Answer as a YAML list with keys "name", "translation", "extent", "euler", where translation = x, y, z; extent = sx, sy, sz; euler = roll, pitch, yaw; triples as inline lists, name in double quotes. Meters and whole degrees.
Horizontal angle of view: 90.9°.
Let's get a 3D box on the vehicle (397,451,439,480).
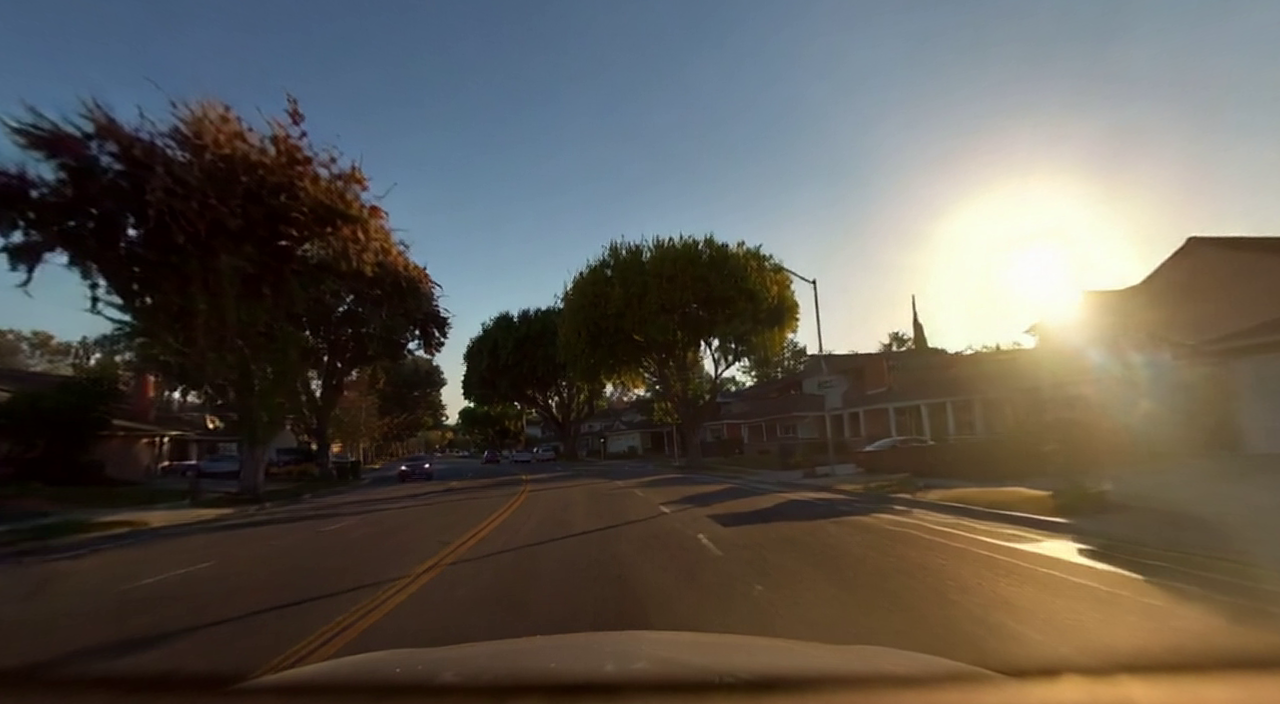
- name: "vehicle"
  translation: [-13.966, 7.129, 39.865]
  extent: [2.125, 1.592, 4.616]
  euler: [2, -9, -16]
